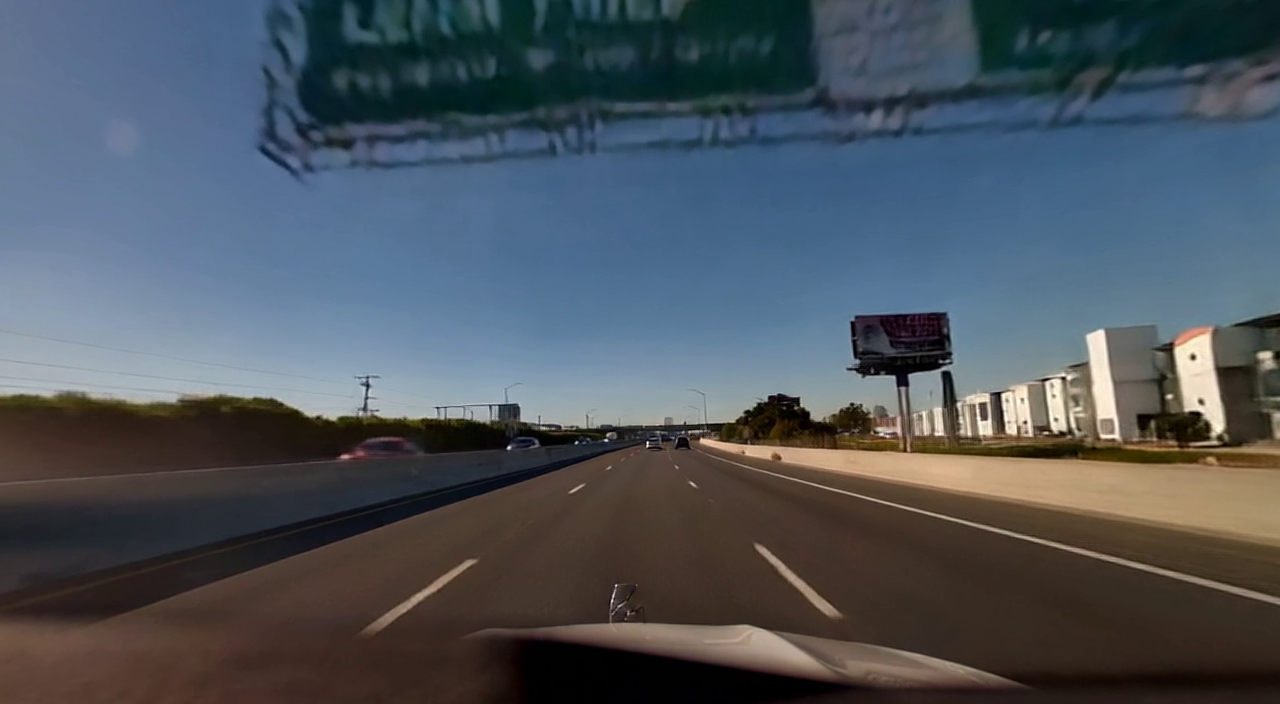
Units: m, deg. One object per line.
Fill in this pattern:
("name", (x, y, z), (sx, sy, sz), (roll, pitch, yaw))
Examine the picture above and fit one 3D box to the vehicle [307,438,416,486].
("vehicle", (-10.652, 4.226, 24.577), (2.047, 1.679, 4.692), (0, -8, 1))
